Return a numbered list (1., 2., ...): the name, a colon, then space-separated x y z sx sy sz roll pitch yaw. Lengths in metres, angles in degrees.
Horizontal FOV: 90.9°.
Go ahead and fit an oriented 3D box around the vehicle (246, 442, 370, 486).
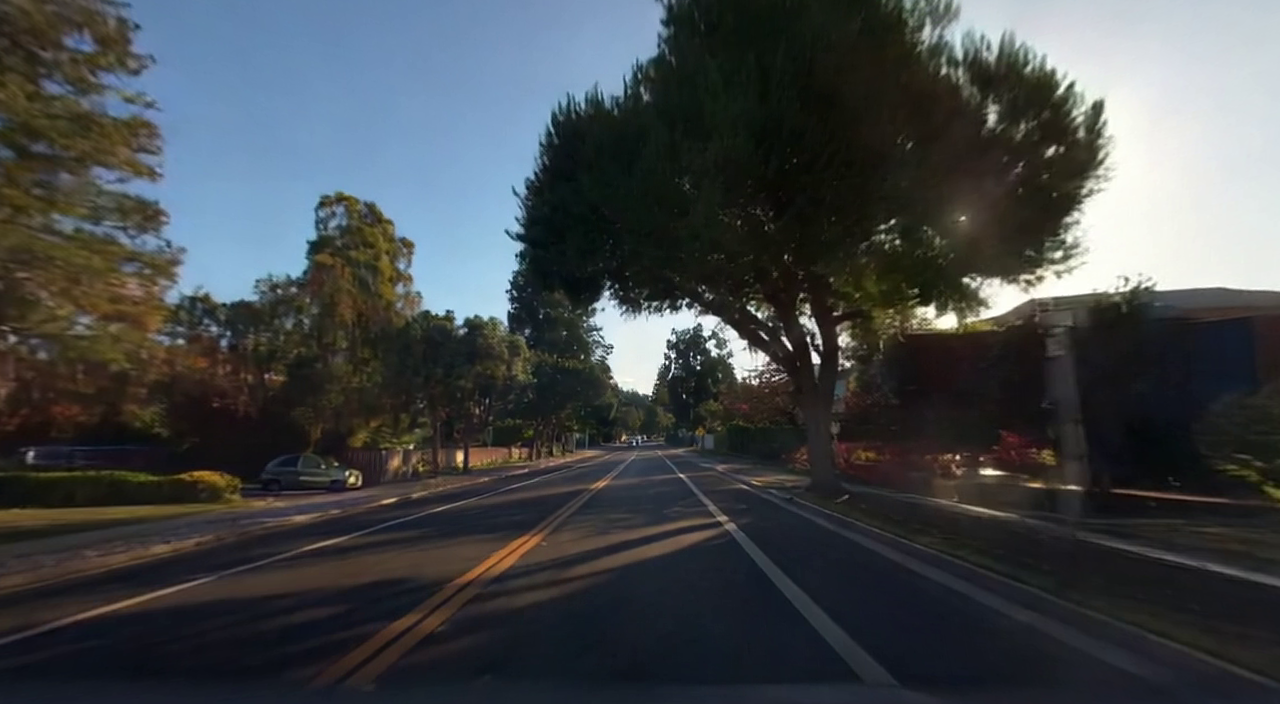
1. vehicle: -13.842 4.639 26.364 4.310 1.723 1.915 -2 -9 15
